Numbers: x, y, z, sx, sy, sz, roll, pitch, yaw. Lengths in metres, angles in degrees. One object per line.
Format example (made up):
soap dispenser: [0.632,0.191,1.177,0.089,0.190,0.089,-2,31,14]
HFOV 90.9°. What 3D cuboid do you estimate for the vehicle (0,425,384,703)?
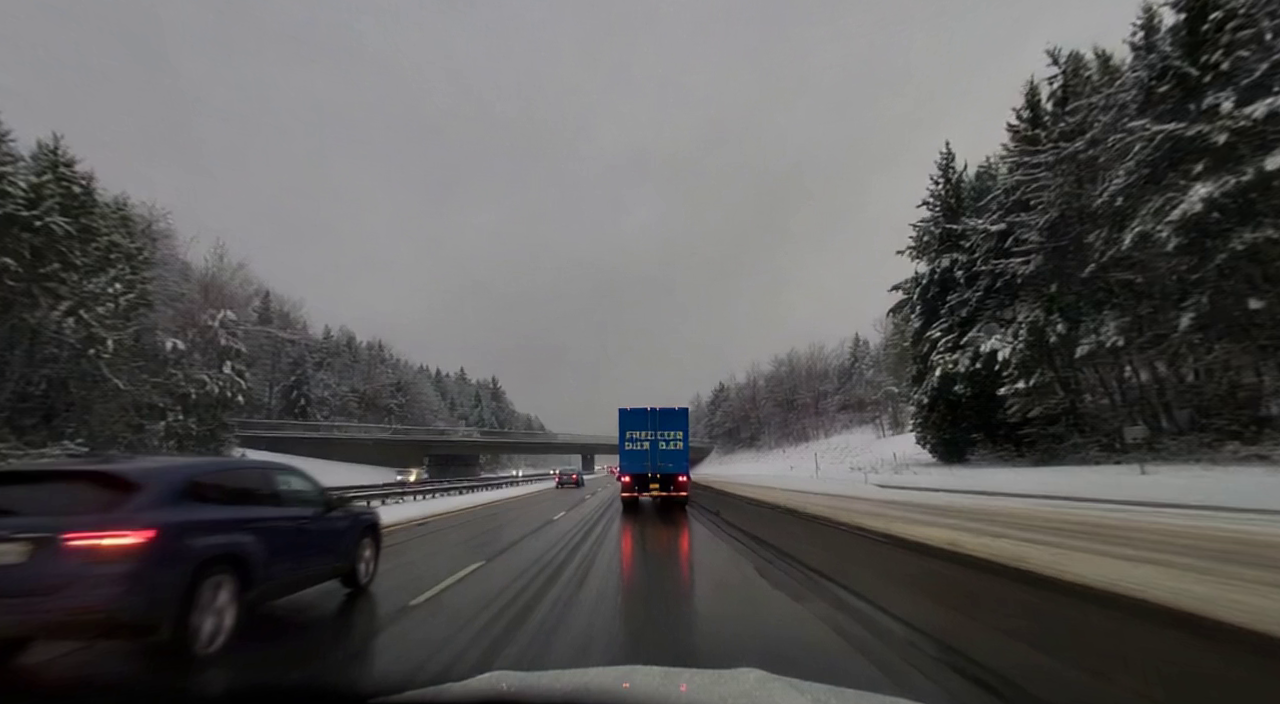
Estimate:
vehicle: [-4.089,1.509,5.199,1.978,1.516,4.617,1,-10,0]

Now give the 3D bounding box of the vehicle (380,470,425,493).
vehicle: [-16.319,8.873,43.408,1.762,1.459,3.631,1,-10,-2]

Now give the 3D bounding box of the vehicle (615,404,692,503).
vehicle: [0.469,4.848,29.595,2.980,3.834,9.423,1,-10,-1]

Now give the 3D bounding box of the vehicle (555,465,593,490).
vehicle: [-4.350,8.346,42.166,2.060,1.535,4.109,1,-10,1]
